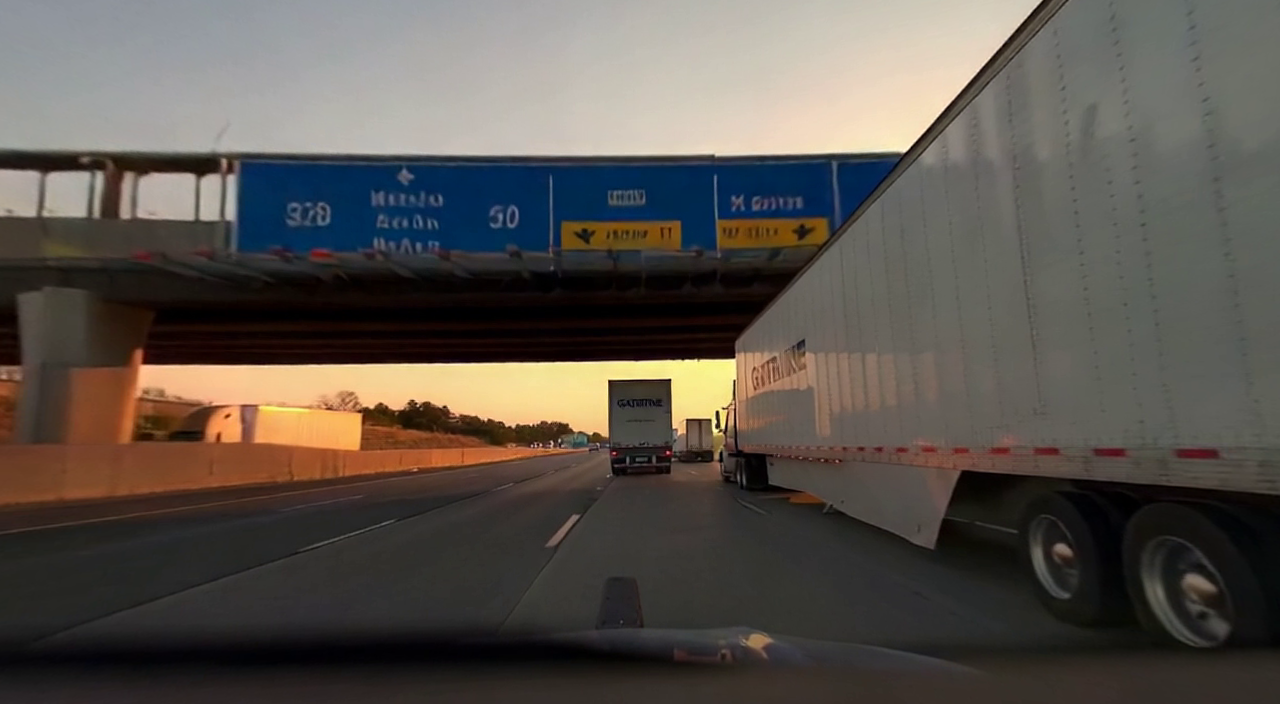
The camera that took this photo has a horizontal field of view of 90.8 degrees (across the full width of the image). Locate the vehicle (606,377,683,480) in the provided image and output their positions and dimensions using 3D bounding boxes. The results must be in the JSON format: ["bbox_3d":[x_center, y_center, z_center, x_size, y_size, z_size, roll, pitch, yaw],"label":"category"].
[{"bbox_3d":[0.141,3.590,28.562,2.864,3.805,9.709,0,-9,0],"label":"vehicle"}]

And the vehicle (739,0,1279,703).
[{"bbox_3d":[4.108,0.470,8.494,3.044,4.128,14.482,0,-9,-1],"label":"vehicle"}]

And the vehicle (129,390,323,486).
[{"bbox_3d":[-20.299,4.443,32.189,2.941,4.110,10.247,0,-9,-1],"label":"vehicle"}]
